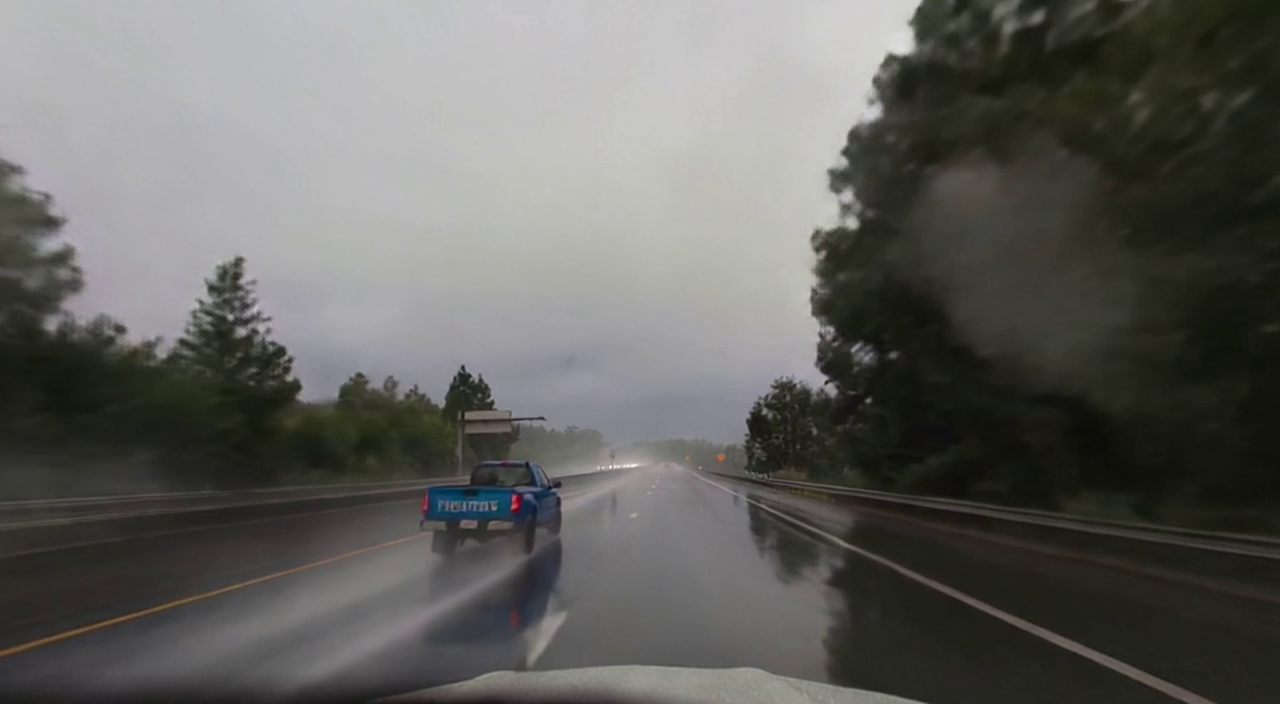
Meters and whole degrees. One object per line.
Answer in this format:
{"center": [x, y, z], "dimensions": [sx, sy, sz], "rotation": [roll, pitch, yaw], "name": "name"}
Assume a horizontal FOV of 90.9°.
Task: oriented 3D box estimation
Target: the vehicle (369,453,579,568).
{"center": [-2.510, 2.626, 11.144], "dimensions": [2.135, 1.506, 5.041], "rotation": [0, -10, 2], "name": "vehicle"}
